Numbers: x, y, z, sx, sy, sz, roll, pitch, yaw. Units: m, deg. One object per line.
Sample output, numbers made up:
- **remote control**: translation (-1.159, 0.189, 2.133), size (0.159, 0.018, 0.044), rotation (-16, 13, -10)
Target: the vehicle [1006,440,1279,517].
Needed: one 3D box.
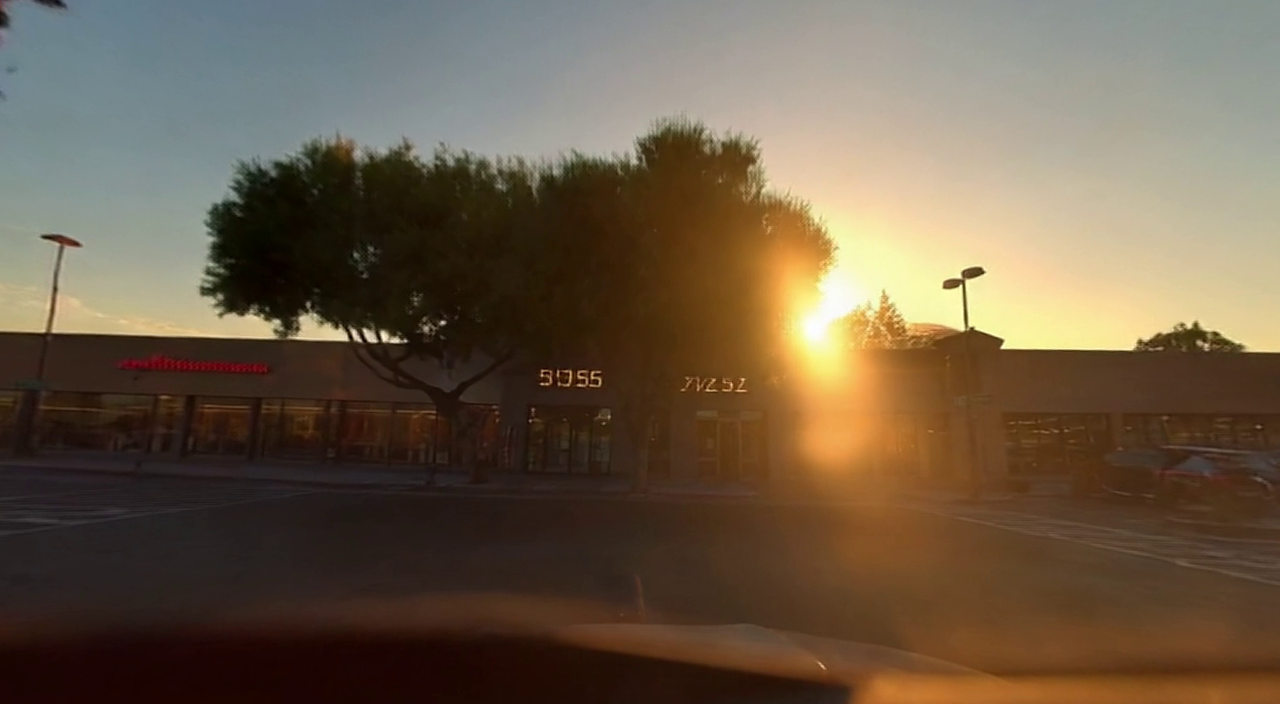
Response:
- **vehicle**: translation (11.557, 2.882, 15.112), size (2.140, 1.507, 4.856), rotation (1, -8, -9)
